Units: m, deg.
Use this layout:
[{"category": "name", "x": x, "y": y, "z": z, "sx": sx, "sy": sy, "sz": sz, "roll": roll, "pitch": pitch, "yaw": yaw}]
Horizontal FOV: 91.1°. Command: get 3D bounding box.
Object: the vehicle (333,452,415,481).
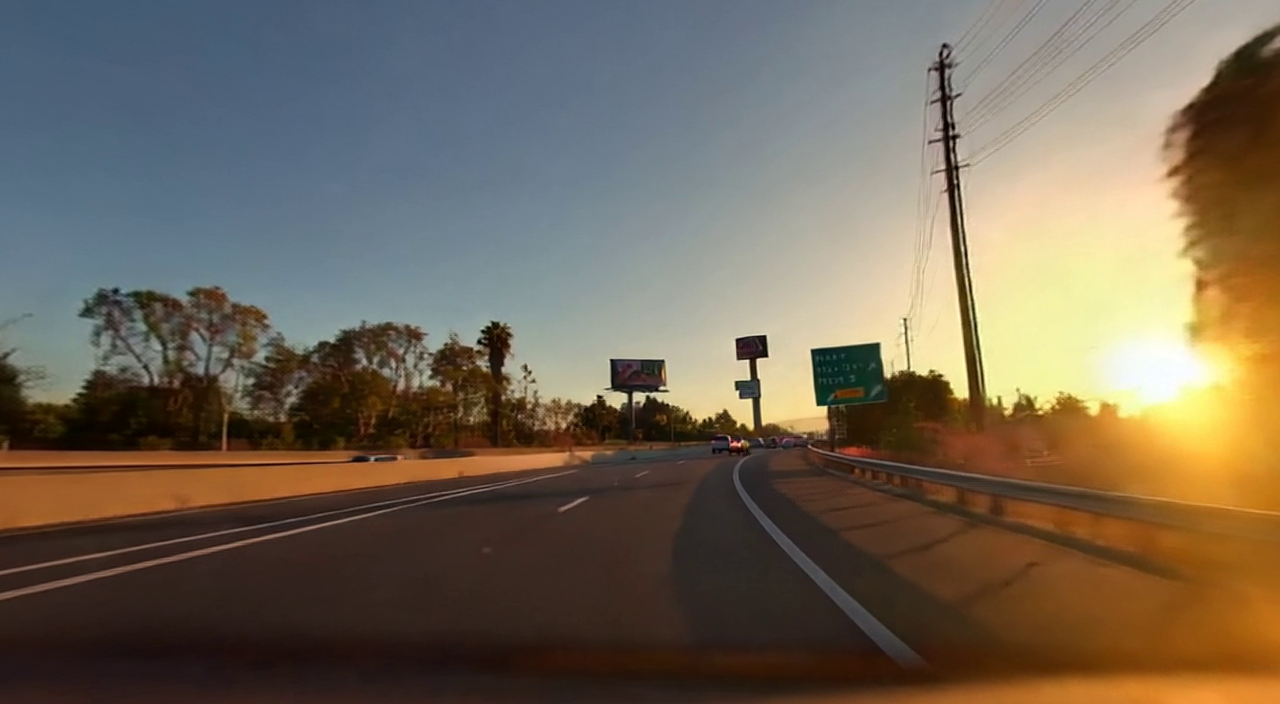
[{"category": "vehicle", "x": -17.067, "y": 7.334, "z": 40.495, "sx": 2.145, "sy": 1.717, "sz": 4.448, "roll": -5, "pitch": -10, "yaw": 26}]
